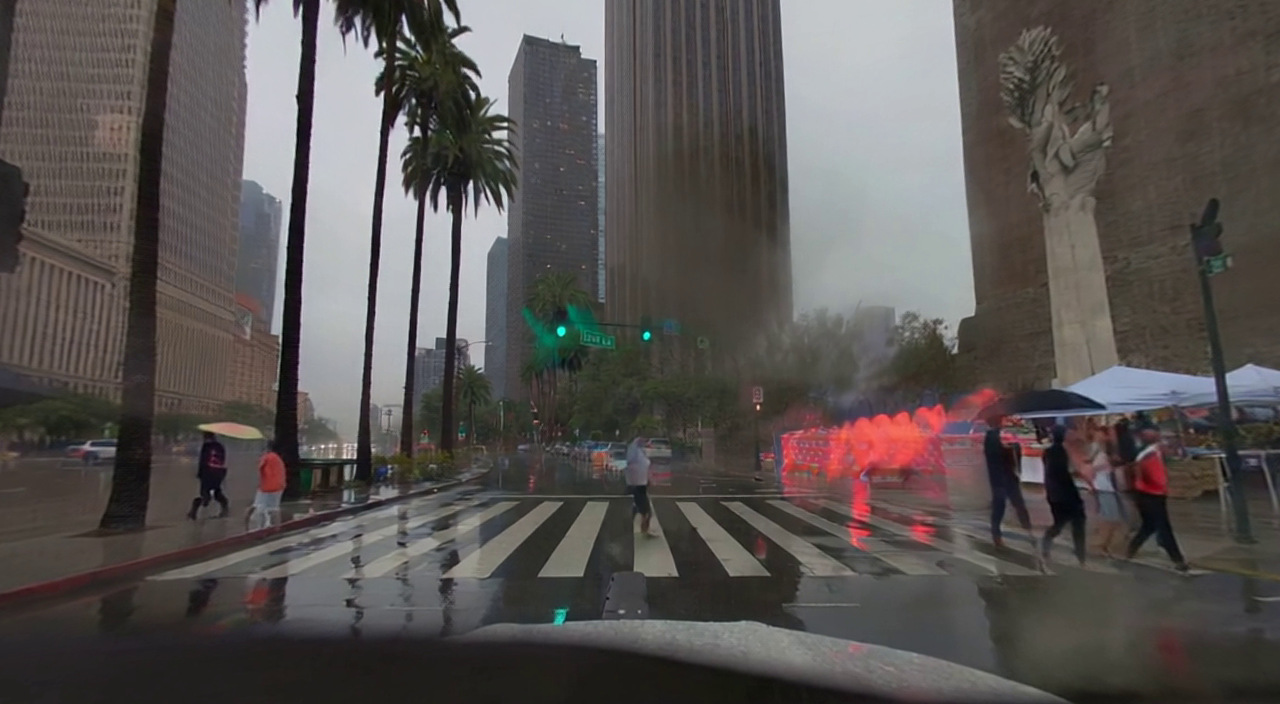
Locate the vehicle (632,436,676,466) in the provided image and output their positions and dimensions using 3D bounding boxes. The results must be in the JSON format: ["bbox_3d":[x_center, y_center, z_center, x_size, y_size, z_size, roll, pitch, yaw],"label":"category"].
[{"bbox_3d":[0.919,7.282,46.639,2.322,2.071,5.366,1,-9,-9],"label":"vehicle"}]

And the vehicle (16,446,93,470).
[{"bbox_3d":[-45.973,8.334,49.741,1.922,1.798,4.317,0,-8,0],"label":"vehicle"}]
